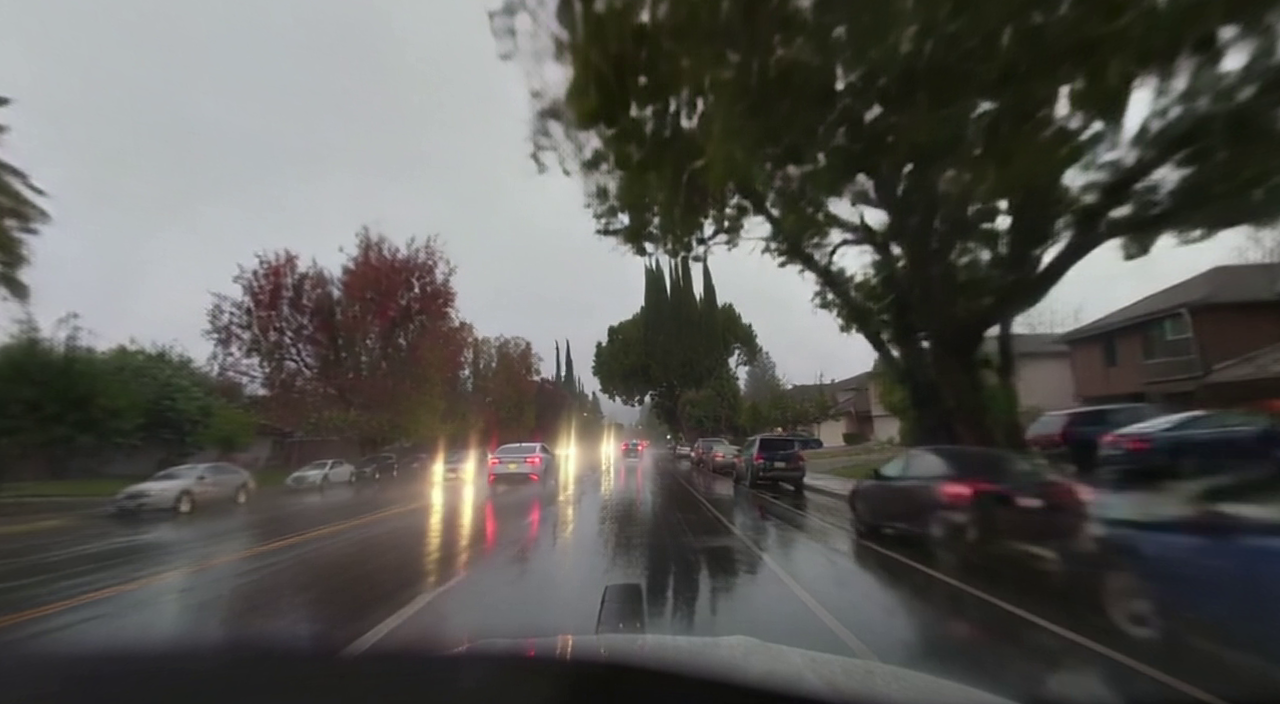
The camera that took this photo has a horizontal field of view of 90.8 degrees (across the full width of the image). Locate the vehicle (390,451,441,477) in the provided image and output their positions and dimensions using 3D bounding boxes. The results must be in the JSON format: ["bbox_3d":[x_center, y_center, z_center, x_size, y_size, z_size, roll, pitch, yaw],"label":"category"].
[{"bbox_3d":[-14.669,7.359,41.519,1.811,1.433,4.564,-6,-9,-2],"label":"vehicle"}]

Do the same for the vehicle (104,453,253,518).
[{"bbox_3d":[-14.730,4.223,20.500,1.945,1.613,3.983,-6,-8,-1],"label":"vehicle"}]

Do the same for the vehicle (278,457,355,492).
[{"bbox_3d":[-14.849,5.617,29.217,1.626,1.439,3.682,0,-8,0],"label":"vehicle"}]

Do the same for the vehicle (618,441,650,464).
[{"bbox_3d":[-0.386,6.886,43.446,2.088,1.495,4.048,0,-8,0],"label":"vehicle"}]

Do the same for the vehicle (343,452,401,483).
[{"bbox_3d":[-14.547,6.307,34.454,1.681,1.419,3.859,-5,-10,-4],"label":"vehicle"}]

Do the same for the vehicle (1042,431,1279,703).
[{"bbox_3d":[4.316,1.097,2.905,1.944,1.470,4.530,0,-8,0],"label":"vehicle"}]

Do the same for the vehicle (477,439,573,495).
[{"bbox_3d":[-3.290,3.402,19.086,2.027,1.477,4.413,0,-8,1],"label":"vehicle"}]

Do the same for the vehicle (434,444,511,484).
[{"bbox_3d":[-6.713,4.525,25.865,1.944,1.466,4.487,0,-8,0],"label":"vehicle"}]

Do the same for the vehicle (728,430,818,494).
[{"bbox_3d":[4.075,3.450,20.135,1.943,1.788,4.462,0,-8,1],"label":"vehicle"}]
